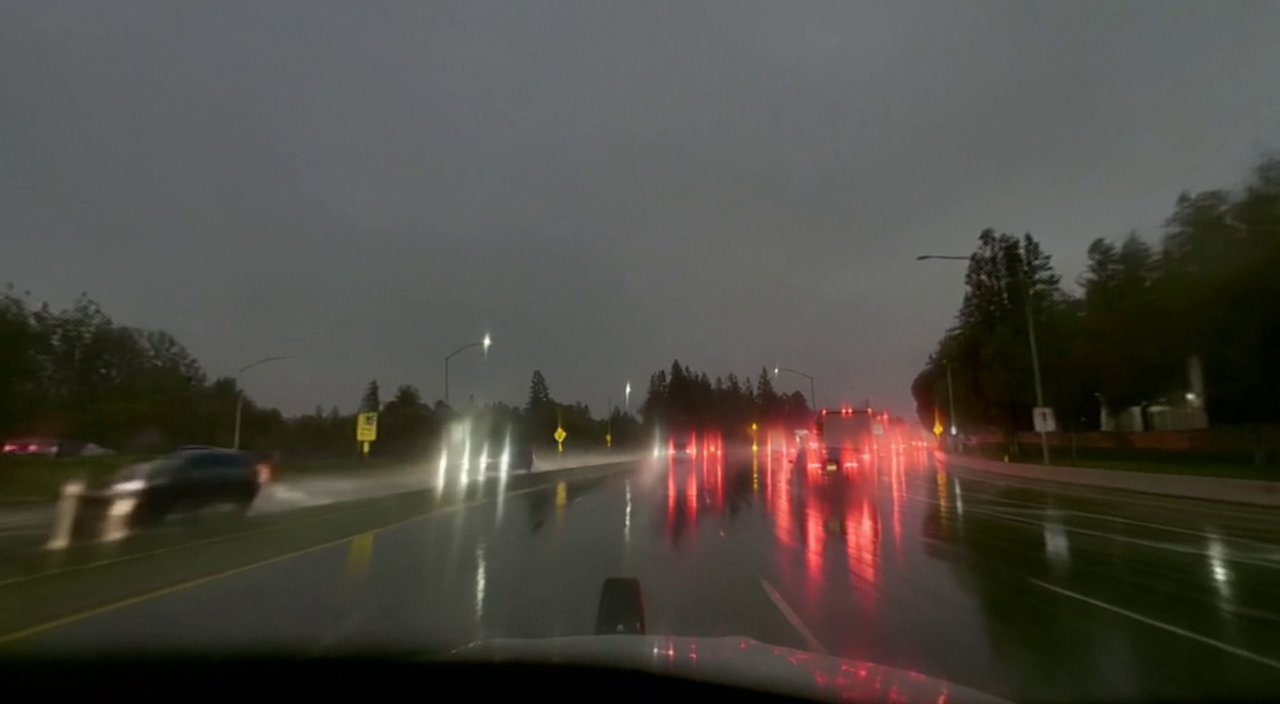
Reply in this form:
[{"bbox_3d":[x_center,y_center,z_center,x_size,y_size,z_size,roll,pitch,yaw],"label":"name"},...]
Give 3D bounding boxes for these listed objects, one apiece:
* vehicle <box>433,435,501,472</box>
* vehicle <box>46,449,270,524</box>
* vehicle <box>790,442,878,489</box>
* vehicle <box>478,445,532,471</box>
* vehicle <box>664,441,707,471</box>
[{"bbox_3d":[-12.352,7.305,45.576,2.569,2.444,5.774,-1,-9,8],"label":"vehicle"},{"bbox_3d":[-11.705,3.269,15.868,2.051,1.569,4.425,-1,-9,1],"label":"vehicle"},{"bbox_3d":[6.668,3.923,22.196,2.044,1.474,4.083,-1,-8,4],"label":"vehicle"},{"bbox_3d":[-8.815,6.930,41.664,1.903,1.593,4.593,-1,-9,10],"label":"vehicle"},{"bbox_3d":[2.811,6.223,38.051,2.201,1.676,4.541,-1,-9,9],"label":"vehicle"}]
